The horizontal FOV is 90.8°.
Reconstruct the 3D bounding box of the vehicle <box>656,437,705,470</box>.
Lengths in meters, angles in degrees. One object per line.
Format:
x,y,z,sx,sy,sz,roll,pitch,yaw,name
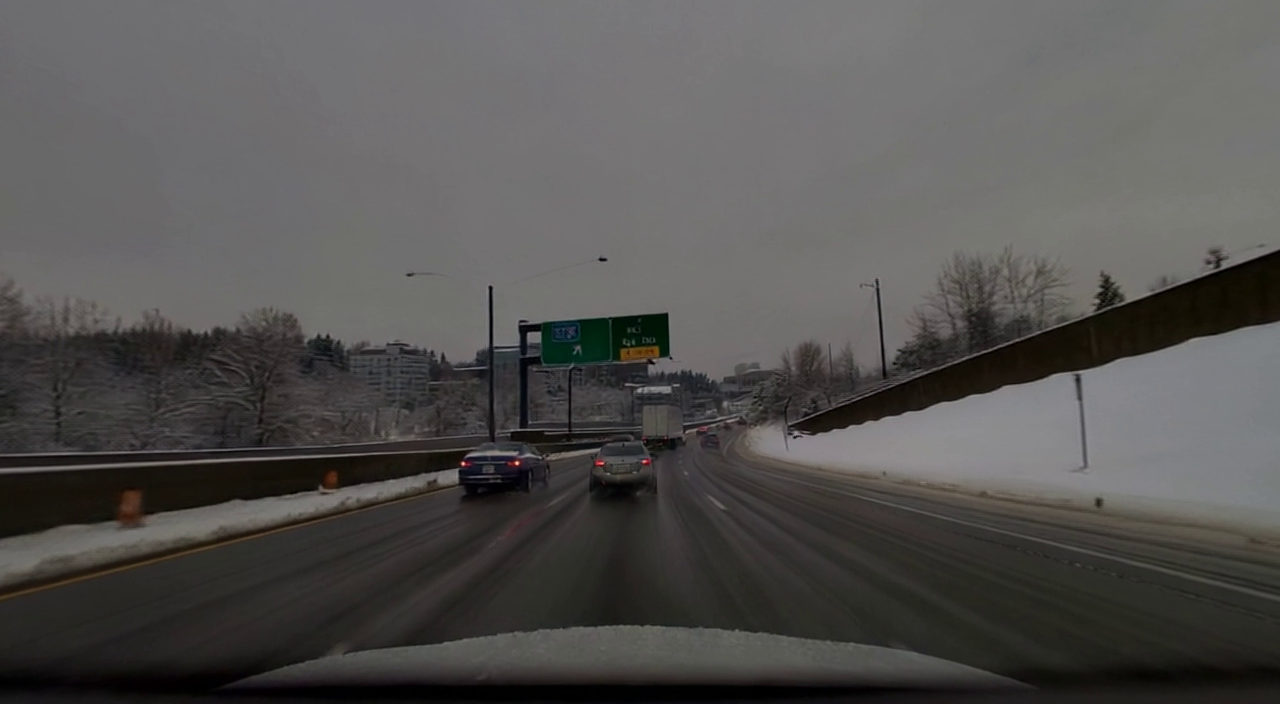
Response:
2.130,5.547,34.676,2.166,1.666,4.618,0,-9,-3,vehicle

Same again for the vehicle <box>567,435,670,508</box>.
-0.401,2.777,15.086,2.136,1.470,3.971,-1,-9,1,vehicle

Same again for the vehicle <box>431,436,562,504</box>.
-3.500,3.008,16.563,2.130,1.474,5.027,-1,-9,2,vehicle
